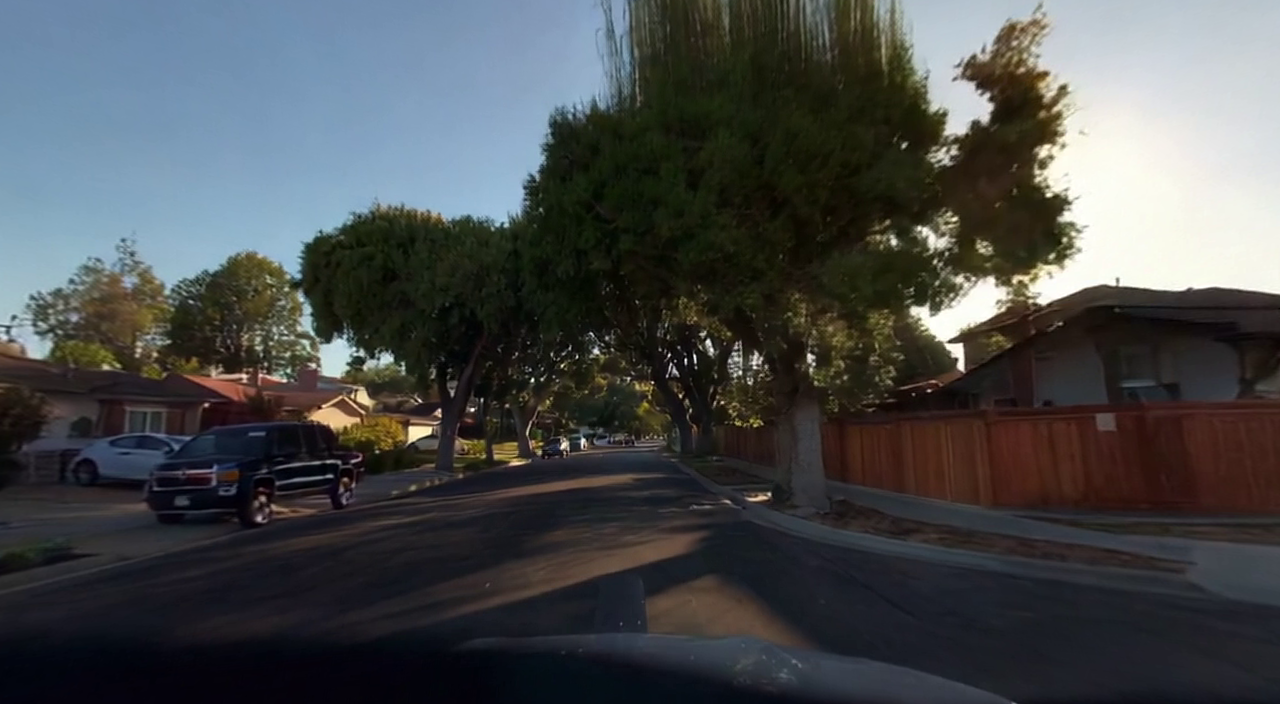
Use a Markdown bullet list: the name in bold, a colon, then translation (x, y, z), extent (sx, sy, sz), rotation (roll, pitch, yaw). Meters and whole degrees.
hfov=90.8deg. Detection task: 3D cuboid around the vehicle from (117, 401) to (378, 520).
- **vehicle**: translation (-7.352, 2.148, 12.628), extent (2.091, 1.912, 4.598), rotation (0, -10, 2)
